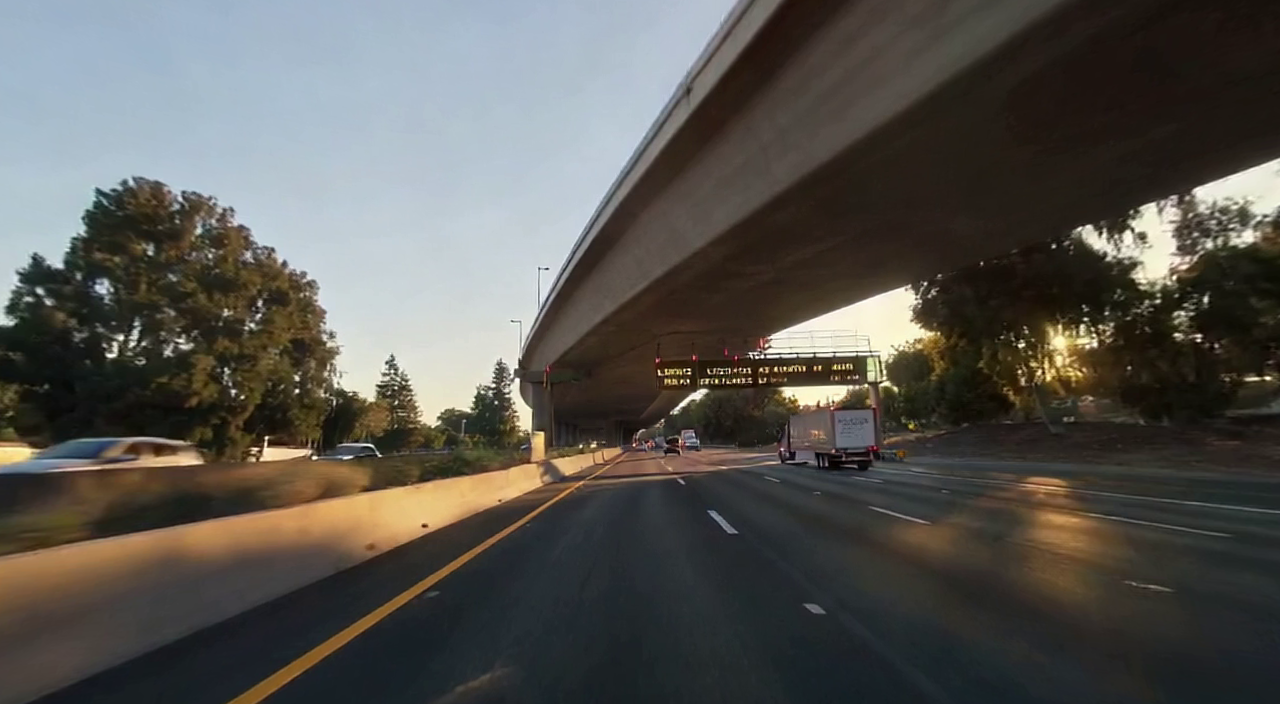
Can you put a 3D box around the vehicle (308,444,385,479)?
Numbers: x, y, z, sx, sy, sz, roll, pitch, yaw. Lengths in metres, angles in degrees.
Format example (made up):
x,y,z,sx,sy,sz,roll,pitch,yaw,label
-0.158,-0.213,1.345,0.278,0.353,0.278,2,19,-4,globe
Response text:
x,y,z,sx,sy,sz,roll,pitch,yaw,label
-13.990,5.201,30.317,1.794,1.548,3.897,0,-8,0,vehicle

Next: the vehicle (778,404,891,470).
x,y,z,sx,sy,sz,roll,pitch,yaw,label
10.850,5.019,36.763,2.960,3.207,10.950,0,-8,-1,vehicle

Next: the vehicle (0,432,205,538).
x,y,z,sx,sy,sz,roll,pitch,yaw,label
-10.400,2.319,11.638,1.810,1.593,3.998,0,-8,1,vehicle
